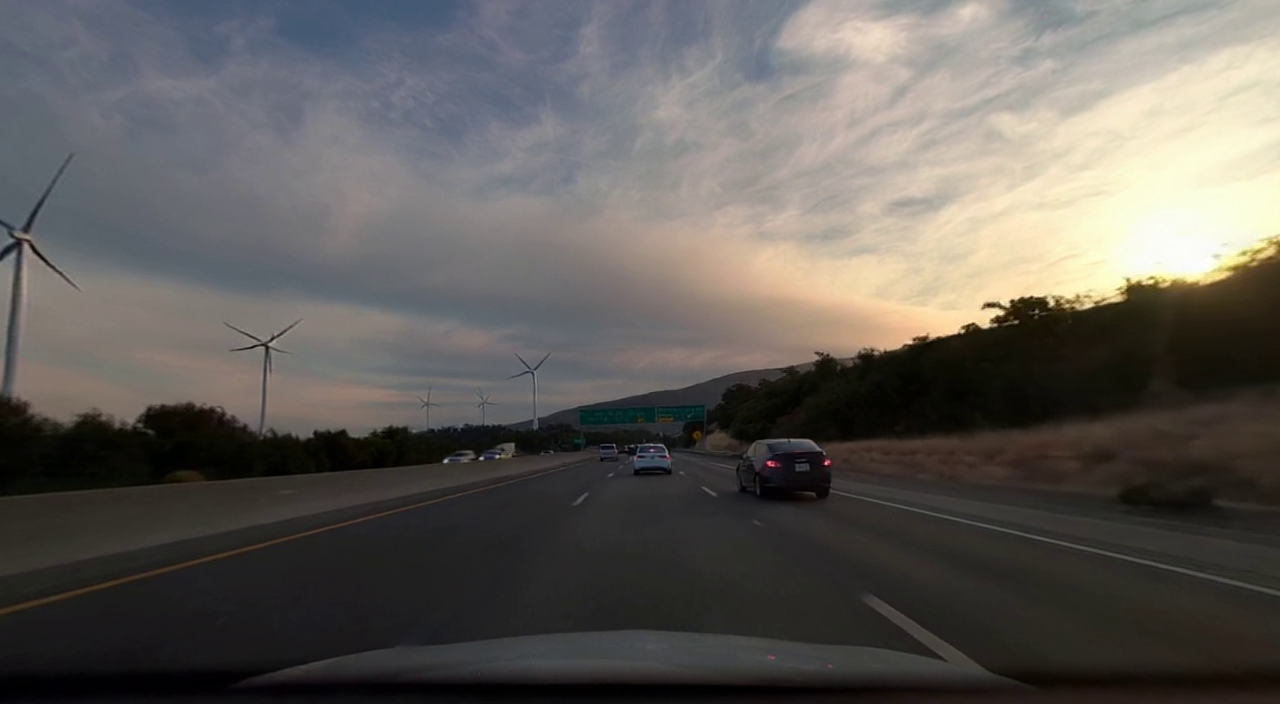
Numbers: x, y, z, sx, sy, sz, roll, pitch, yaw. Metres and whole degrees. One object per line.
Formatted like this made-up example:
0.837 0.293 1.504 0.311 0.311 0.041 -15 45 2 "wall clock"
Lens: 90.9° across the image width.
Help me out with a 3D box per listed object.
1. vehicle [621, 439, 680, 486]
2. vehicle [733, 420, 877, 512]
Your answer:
0.363 4.237 24.350 2.083 1.653 3.787 0 -9 0 "vehicle"
3.783 2.741 15.559 2.104 1.861 4.956 0 -9 -1 "vehicle"
